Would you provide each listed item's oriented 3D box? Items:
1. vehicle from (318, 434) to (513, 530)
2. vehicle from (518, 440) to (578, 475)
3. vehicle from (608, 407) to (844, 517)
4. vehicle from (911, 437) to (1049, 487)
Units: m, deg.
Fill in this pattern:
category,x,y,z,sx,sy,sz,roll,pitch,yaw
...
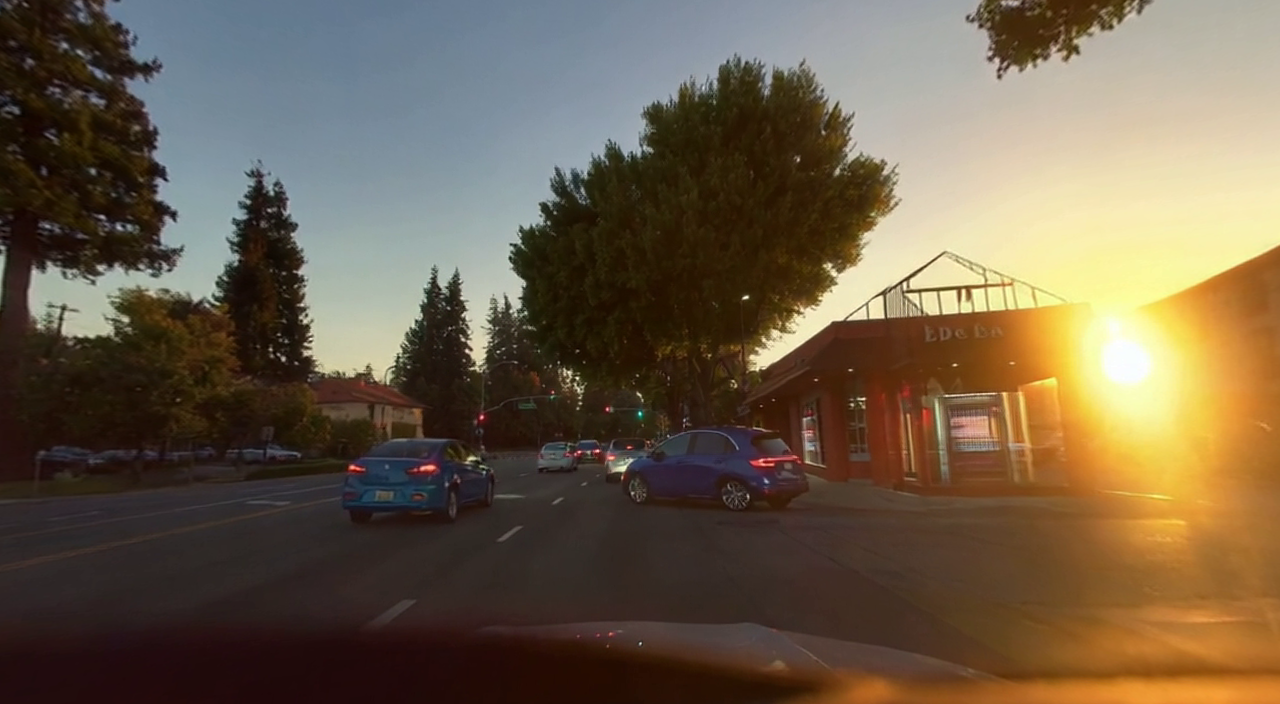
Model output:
category,x,y,z,sx,sy,sz,roll,pitch,yaw
vehicle,-3.921,2.334,11.916,2.026,1.466,4.282,0,-8,2
vehicle,-4.057,4.734,28.420,2.042,1.470,4.123,0,-8,1
vehicle,1.708,2.306,13.584,4.642,1.955,2.052,-7,-11,40
vehicle,12.292,4.005,22.917,3.871,1.525,1.835,-3,-9,0
